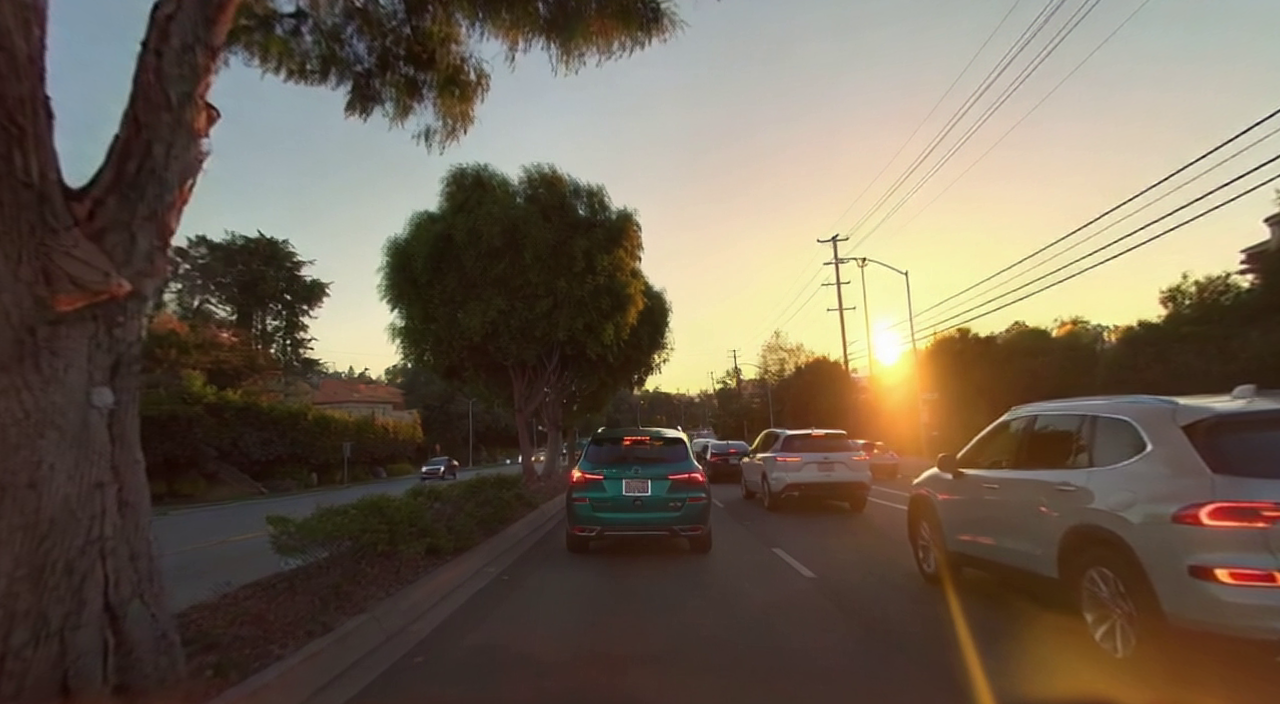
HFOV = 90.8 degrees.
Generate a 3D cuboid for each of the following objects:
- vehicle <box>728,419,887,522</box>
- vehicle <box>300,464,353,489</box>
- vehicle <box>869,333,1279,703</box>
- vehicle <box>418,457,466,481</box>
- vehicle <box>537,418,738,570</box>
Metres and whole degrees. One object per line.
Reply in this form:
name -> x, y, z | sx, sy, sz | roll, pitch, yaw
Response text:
vehicle -> 3.318, 2.453, 13.621 | 2.097, 1.818, 4.625 | 0, -8, -1
vehicle -> -22.835, 9.067, 46.144 | 1.847, 1.554, 3.926 | 0, -8, -1
vehicle -> 3.520, 1.073, 4.697 | 2.001, 1.707, 4.250 | 0, -8, 0
vehicle -> -13.803, 8.186, 44.387 | 1.960, 1.491, 4.700 | 0, -8, -1
vehicle -> -0.058, 1.869, 9.101 | 2.199, 1.641, 4.232 | 0, -8, -1
